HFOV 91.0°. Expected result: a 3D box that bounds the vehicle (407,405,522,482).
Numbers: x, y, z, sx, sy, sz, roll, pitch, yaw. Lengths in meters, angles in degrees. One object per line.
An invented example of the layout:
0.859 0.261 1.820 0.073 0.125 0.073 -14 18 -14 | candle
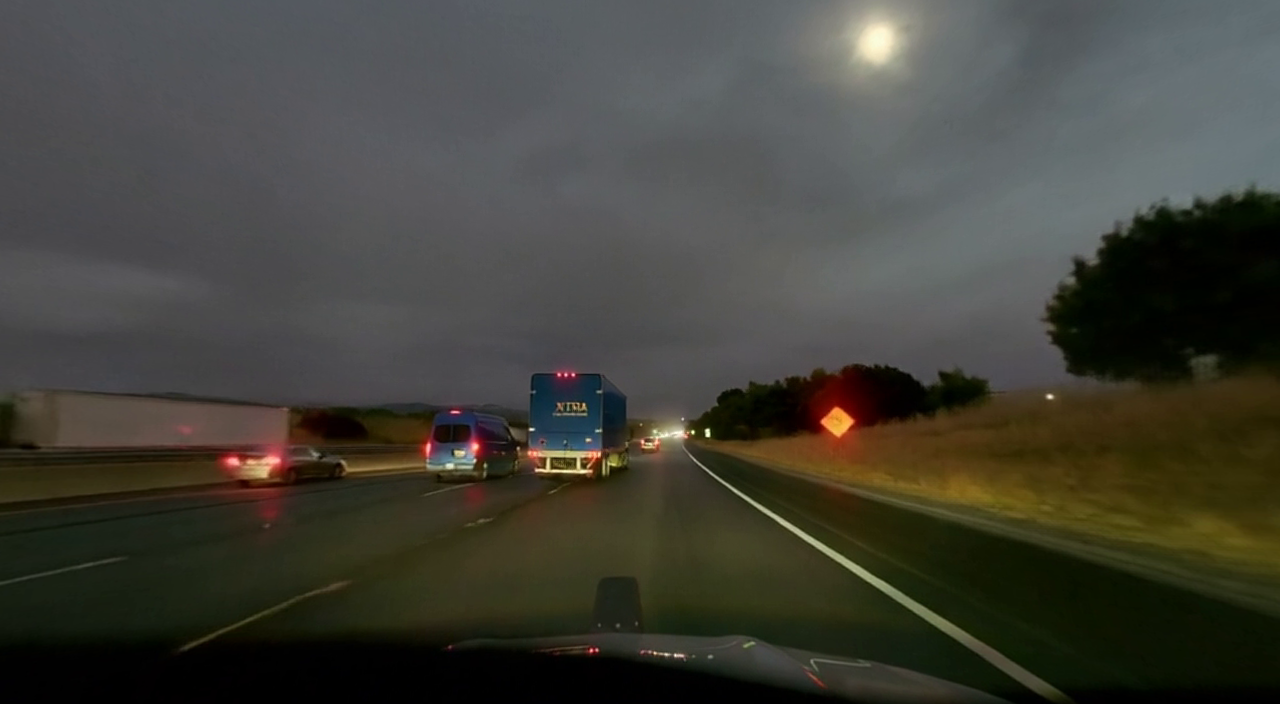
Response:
-6.626 3.592 24.778 2.469 2.615 5.874 0 -8 3 | vehicle

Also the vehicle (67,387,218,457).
-27.891 4.069 35.798 2.985 3.637 6.298 0 -8 4 | vehicle

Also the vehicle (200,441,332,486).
-13.868 4.141 23.733 1.901 1.487 4.622 0 -8 4 | vehicle

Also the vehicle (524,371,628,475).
-2.557 3.461 29.260 3.183 4.011 9.617 0 -9 4 | vehicle
